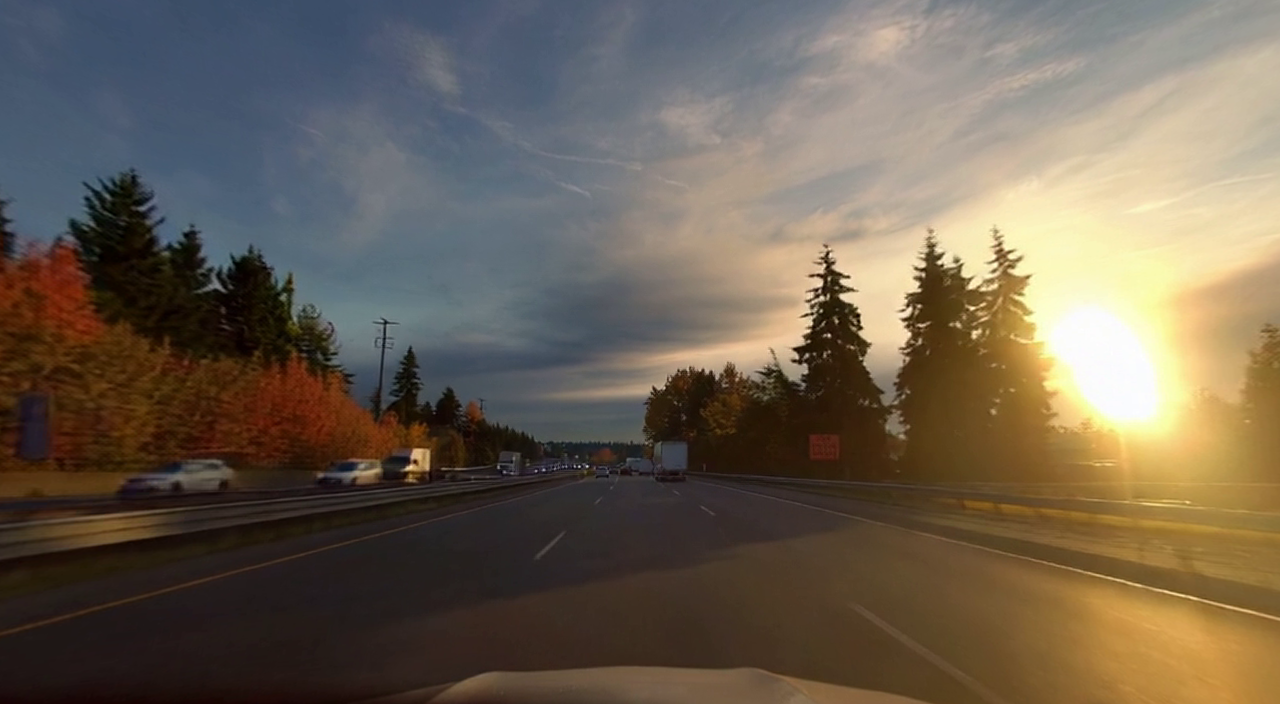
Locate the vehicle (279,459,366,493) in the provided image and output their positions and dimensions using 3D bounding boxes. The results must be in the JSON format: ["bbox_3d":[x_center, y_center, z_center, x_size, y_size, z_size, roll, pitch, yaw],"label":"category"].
[{"bbox_3d":[-15.914,6.238,31.885,1.960,1.568,4.592,1,-10,0],"label":"vehicle"}]

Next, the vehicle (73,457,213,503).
[{"bbox_3d":[-19.489,5.036,25.039,1.944,1.636,4.409,1,-10,-1],"label":"vehicle"}]
